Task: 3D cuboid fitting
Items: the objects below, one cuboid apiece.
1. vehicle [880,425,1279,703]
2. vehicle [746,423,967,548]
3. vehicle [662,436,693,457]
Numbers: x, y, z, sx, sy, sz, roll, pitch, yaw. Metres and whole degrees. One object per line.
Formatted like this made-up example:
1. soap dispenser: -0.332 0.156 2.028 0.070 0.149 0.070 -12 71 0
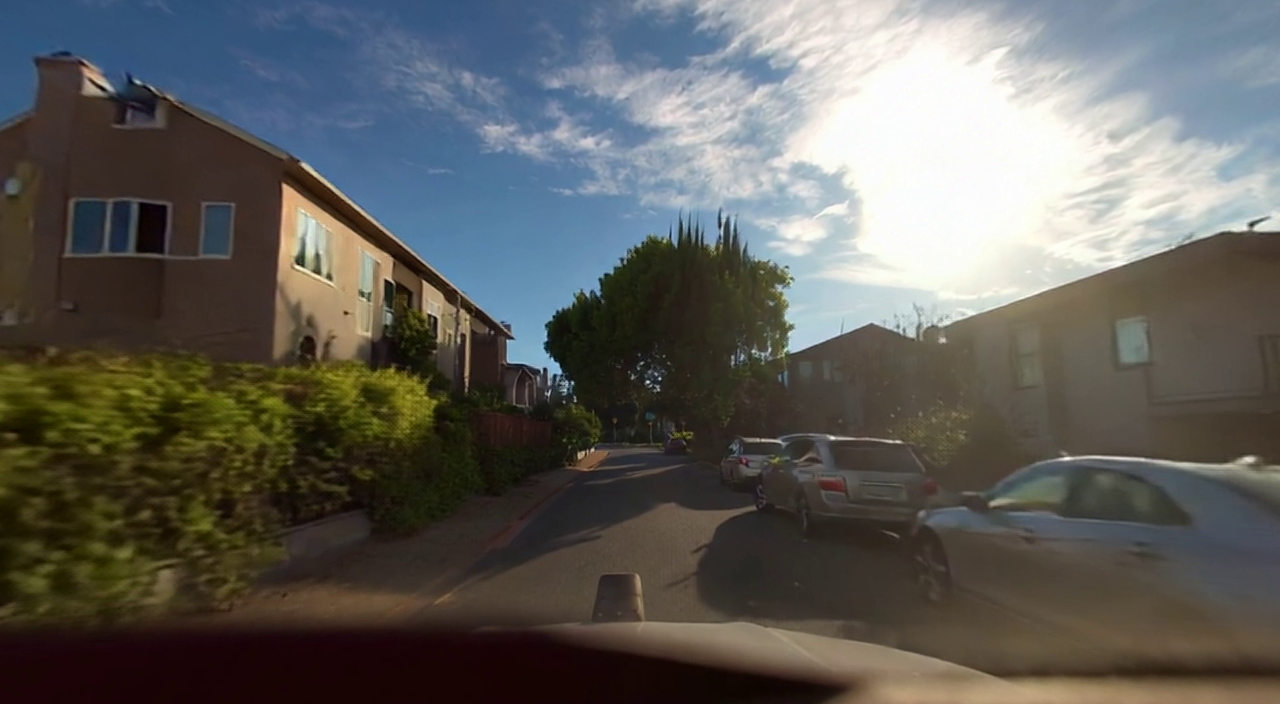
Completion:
1. vehicle: 3.293 1.262 4.217 1.721 1.477 3.965 0 -8 -1
2. vehicle: 3.194 2.038 10.497 2.006 1.603 4.553 0 -8 -1
3. vehicle: 2.806 7.162 48.074 1.955 1.498 4.046 0 -8 -2
